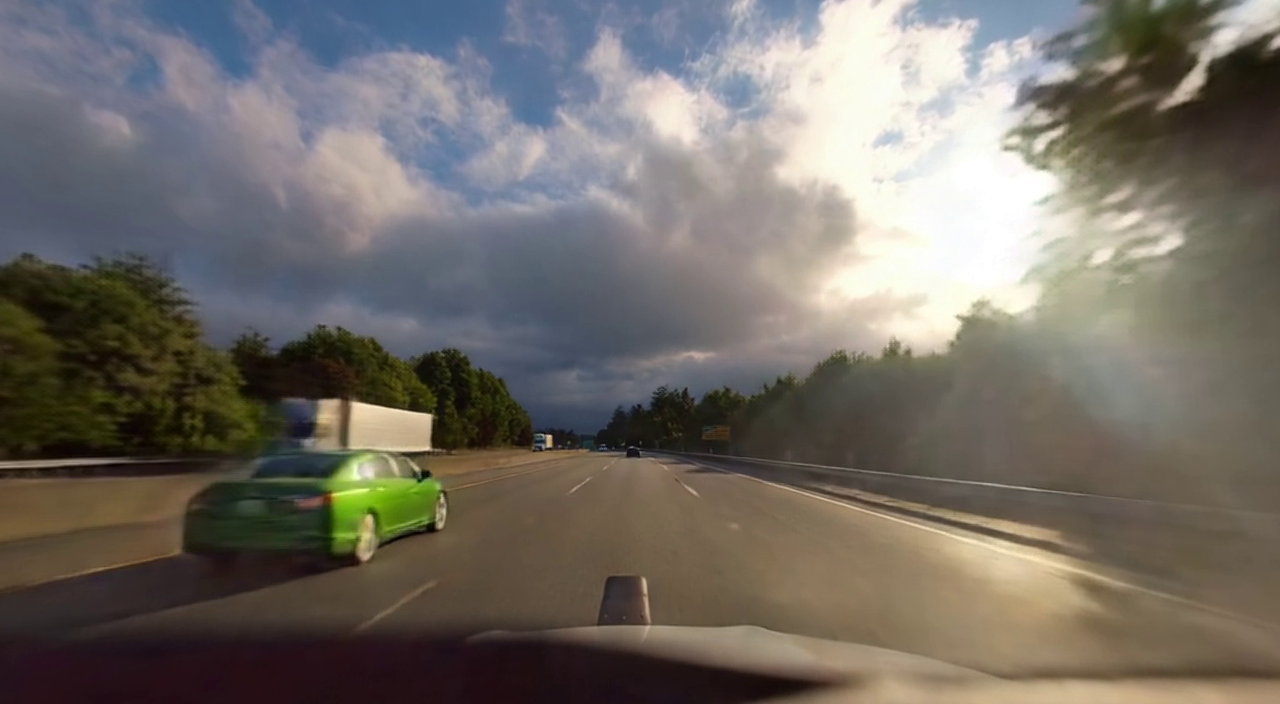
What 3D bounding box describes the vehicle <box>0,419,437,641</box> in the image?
[{"bbox_3d":[-4.101,1.640,6.926,2.083,1.560,4.713,0,-9,1],"label":"vehicle"}]
